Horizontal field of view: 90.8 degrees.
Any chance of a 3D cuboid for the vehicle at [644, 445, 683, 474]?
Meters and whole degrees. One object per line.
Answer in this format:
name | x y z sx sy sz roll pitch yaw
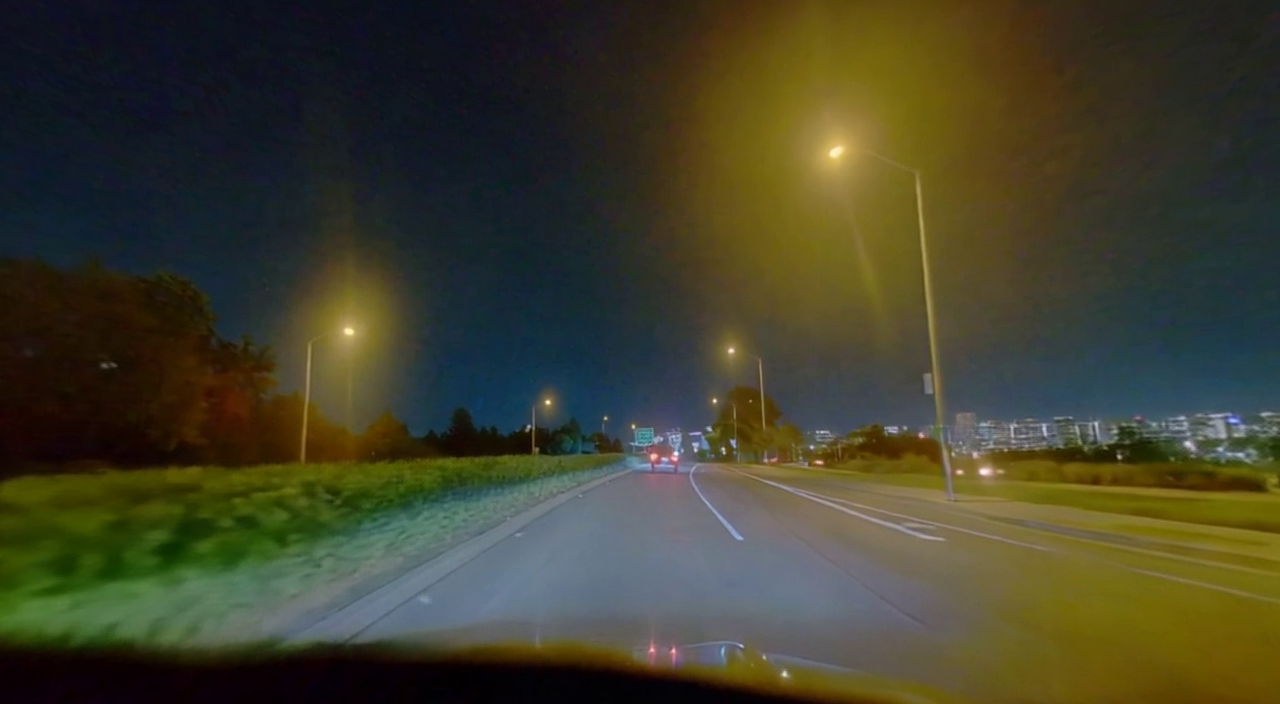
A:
vehicle | 1.366 6.220 36.864 2.158 1.600 3.865 -1 -8 2
